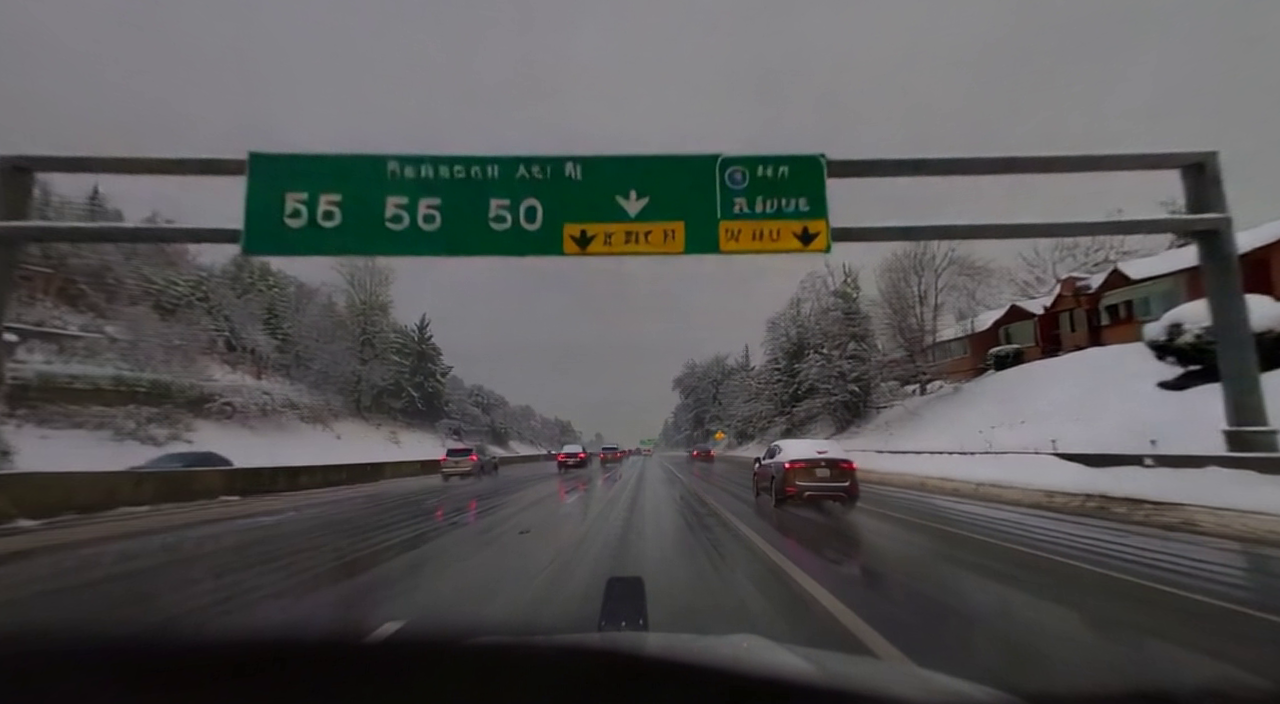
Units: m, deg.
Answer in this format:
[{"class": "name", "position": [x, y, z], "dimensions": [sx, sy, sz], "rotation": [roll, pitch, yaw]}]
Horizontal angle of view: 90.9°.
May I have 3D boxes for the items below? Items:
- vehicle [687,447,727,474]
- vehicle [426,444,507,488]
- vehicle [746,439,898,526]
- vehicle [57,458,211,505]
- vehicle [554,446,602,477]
[{"class": "vehicle", "position": [3.805, 6.192, 36.255], "dimensions": [1.854, 1.438, 3.954], "rotation": [0, -8, 0]}, {"class": "vehicle", "position": [-7.156, 4.712, 26.470], "dimensions": [2.057, 1.681, 4.277], "rotation": [0, -8, 2]}, {"class": "vehicle", "position": [3.583, 2.621, 13.337], "dimensions": [1.912, 1.509, 4.291], "rotation": [0, -8, 0]}, {"class": "vehicle", "position": [-19.024, 4.851, 24.067], "dimensions": [1.959, 1.483, 4.641], "rotation": [0, -8, 1]}, {"class": "vehicle", "position": [-3.302, 5.892, 34.312], "dimensions": [2.136, 1.571, 4.285], "rotation": [0, -8, 0]}]
